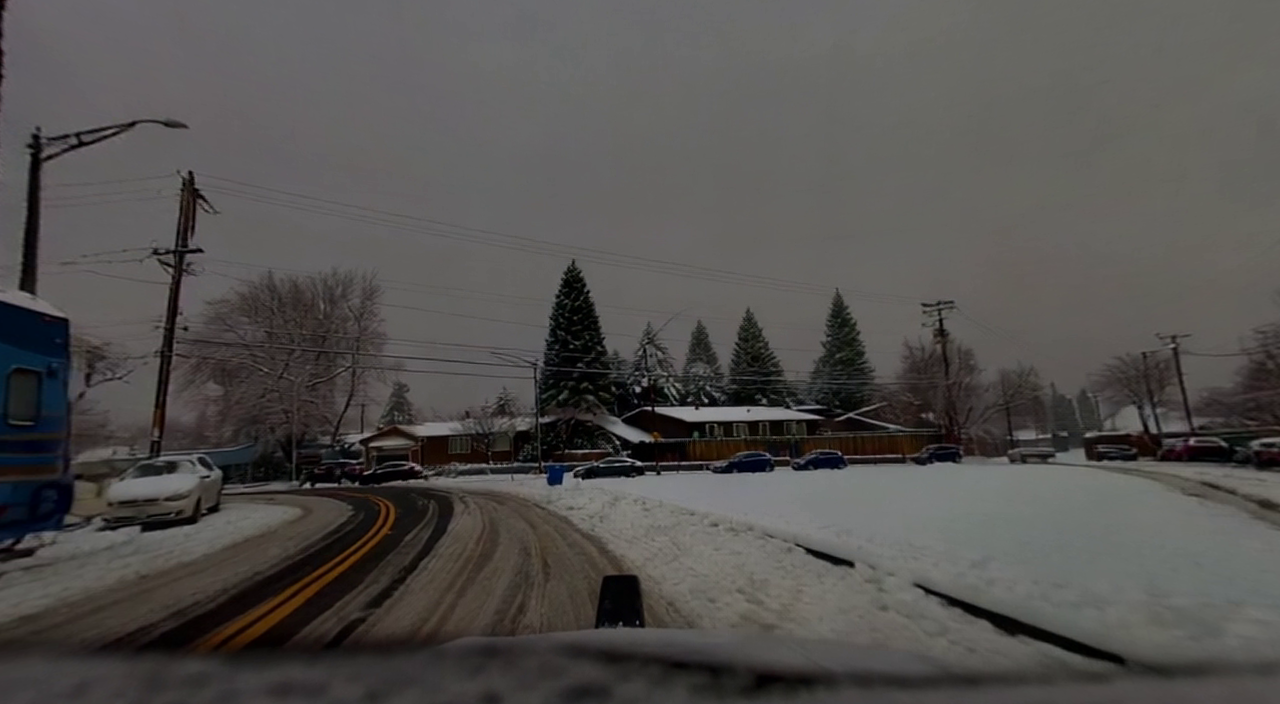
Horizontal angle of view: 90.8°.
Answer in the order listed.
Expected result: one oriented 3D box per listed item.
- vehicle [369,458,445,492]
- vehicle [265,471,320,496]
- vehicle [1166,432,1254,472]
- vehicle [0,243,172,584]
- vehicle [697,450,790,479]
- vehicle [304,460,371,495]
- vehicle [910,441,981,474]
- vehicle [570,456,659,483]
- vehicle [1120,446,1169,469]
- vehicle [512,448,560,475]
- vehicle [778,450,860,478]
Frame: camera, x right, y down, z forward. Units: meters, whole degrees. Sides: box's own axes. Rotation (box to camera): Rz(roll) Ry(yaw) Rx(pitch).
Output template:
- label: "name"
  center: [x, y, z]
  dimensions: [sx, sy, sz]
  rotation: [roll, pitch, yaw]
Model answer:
- label: "vehicle"
  center: [-14.643, 7.688, 39.695]
  dimensions: [4.586, 1.784, 1.890]
  rotation: [-4, -6, 27]
- label: "vehicle"
  center: [-25.908, 9.746, 47.058]
  dimensions: [4.075, 1.482, 1.789]
  rotation: [-5, -7, 32]
- label: "vehicle"
  center: [33.240, 5.783, 37.031]
  dimensions: [2.094, 1.992, 4.941]
  rotation: [-4, -6, 22]
- label: "vehicle"
  center: [-8.202, 0.415, 4.128]
  dimensions: [3.216, 3.720, 11.364]
  rotation: [0, -6, -9]
- label: "vehicle"
  center: [5.980, 6.476, 36.601]
  dimensions: [4.952, 1.472, 1.837]
  rotation: [1, -6, -10]
- label: "vehicle"
  center: [-20.996, 8.631, 43.756]
  dimensions: [4.844, 1.974, 2.092]
  rotation: [-5, -7, 36]
- label: "vehicle"
  center: [20.893, 7.144, 43.148]
  dimensions: [4.994, 1.898, 2.267]
  rotation: [3, -7, -38]
- label: "vehicle"
  center: [-1.430, 6.750, 36.425]
  dimensions: [4.966, 1.377, 1.739]
  rotation: [-1, -6, 4]
- label: "vehicle"
  center: [38.308, 7.994, 48.063]
  dimensions: [1.912, 1.455, 4.268]
  rotation: [-4, -6, 25]
- label: "vehicle"
  center: [-7.920, 8.368, 48.535]
  dimensions: [2.164, 1.764, 4.492]
  rotation: [-2, -6, 11]
- label: "vehicle"
  center: [10.751, 6.688, 37.943]
  dimensions: [4.461, 1.417, 1.781]
  rotation: [1, -6, -18]
